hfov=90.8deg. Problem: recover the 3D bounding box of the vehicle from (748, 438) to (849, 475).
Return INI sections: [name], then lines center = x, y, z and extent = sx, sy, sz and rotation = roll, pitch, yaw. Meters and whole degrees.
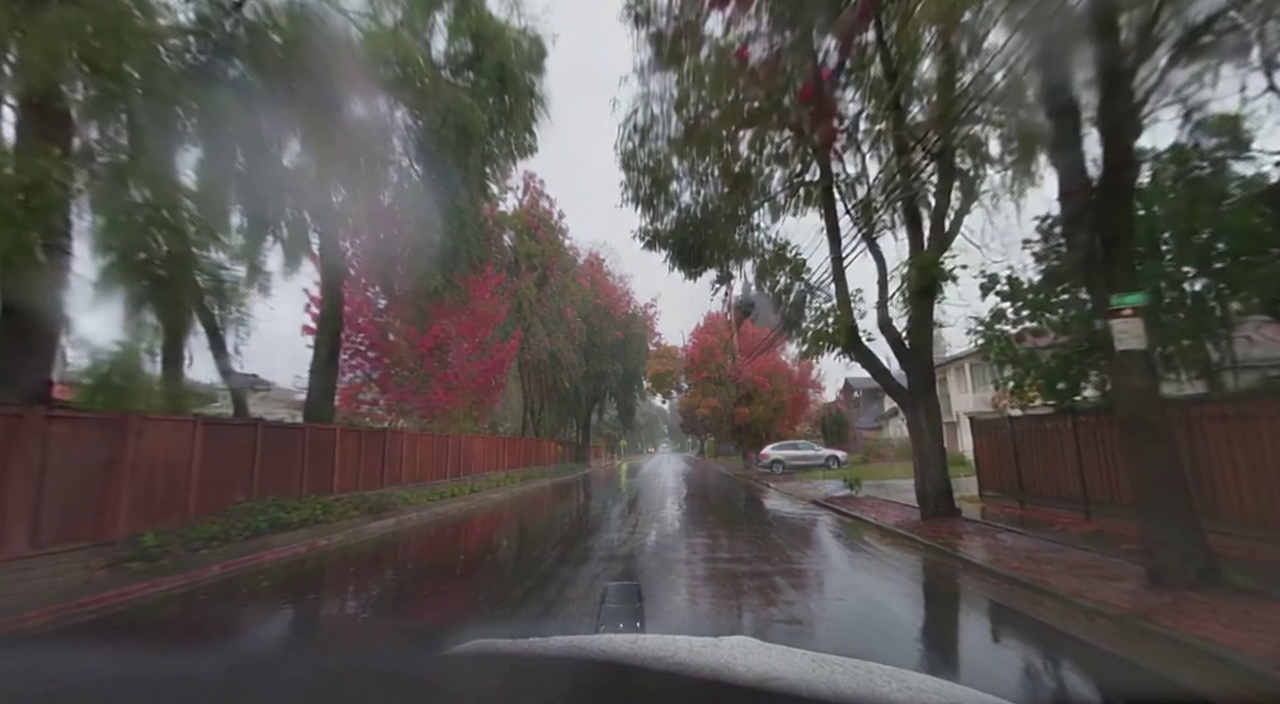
[vehicle]
center = 8.206, 5.464, 33.103
extent = 4.806, 1.851, 2.050
rotation = -1, -9, 3
